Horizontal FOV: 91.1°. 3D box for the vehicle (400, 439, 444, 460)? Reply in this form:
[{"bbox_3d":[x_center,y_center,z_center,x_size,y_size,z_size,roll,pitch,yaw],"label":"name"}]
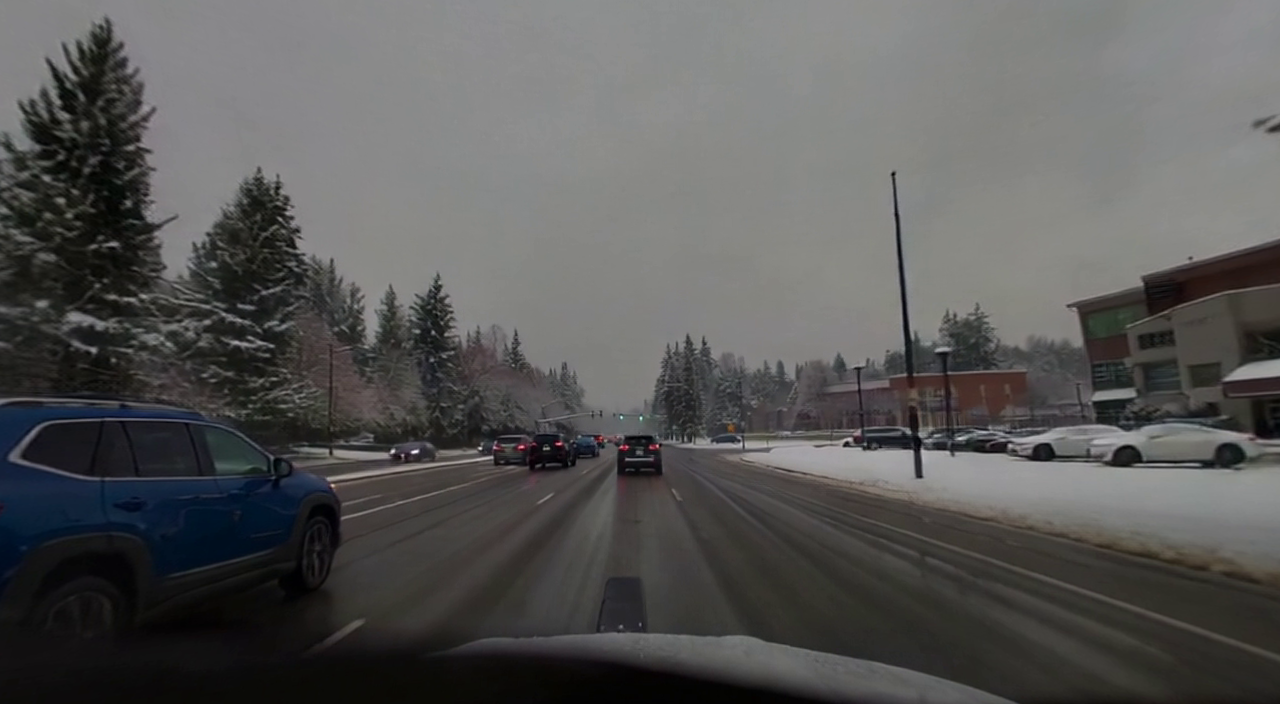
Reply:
[{"bbox_3d":[-16.321,7.311,47.114,1.984,1.497,3.816,0,-8,-1],"label":"vehicle"}]

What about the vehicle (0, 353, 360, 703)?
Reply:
[{"bbox_3d":[-3.778,1.019,3.964,2.070,1.641,4.152,0,-8,0],"label":"vehicle"}]

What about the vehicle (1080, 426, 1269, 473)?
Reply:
[{"bbox_3d":[17.504,3.207,20.711,4.460,1.449,1.959,0,-8,-2],"label":"vehicle"}]

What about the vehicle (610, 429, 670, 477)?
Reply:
[{"bbox_3d":[-0.006,3.772,23.671,2.042,1.641,4.187,0,-8,0],"label":"vehicle"}]

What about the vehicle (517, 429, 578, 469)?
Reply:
[{"bbox_3d":[-4.228,4.501,29.332,2.113,1.713,4.422,0,-8,1],"label":"vehicle"}]

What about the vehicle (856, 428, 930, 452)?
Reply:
[{"bbox_3d":[17.526,6.121,43.651,4.329,1.656,1.873,0,-8,1],"label":"vehicle"}]

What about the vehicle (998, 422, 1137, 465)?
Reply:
[{"bbox_3d":[17.267,3.719,25.484,4.290,1.664,1.893,1,-8,-3],"label":"vehicle"}]

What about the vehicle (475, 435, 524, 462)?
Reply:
[{"bbox_3d":[-8.100,5.631,36.652,1.926,1.463,4.450,0,-8,-1],"label":"vehicle"}]

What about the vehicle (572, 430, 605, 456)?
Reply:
[{"bbox_3d":[-3.781,6.759,46.659,2.047,1.810,4.414,0,-8,0],"label":"vehicle"}]
